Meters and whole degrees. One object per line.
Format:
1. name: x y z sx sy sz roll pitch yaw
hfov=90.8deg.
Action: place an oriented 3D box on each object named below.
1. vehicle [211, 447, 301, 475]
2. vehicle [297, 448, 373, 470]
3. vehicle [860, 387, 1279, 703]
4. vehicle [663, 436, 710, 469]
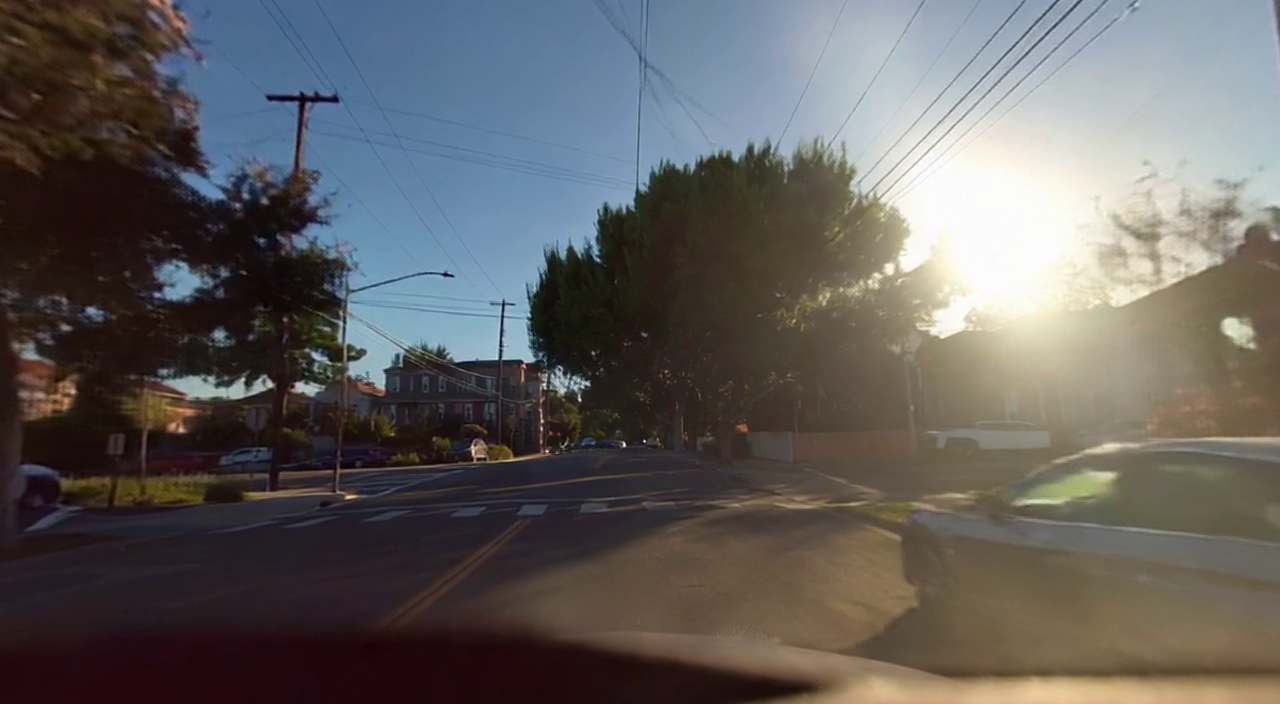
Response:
1. vehicle: -25.042 7.103 41.335 1.814 1.462 4.703 -8 -10 30
2. vehicle: -22.013 7.707 45.775 1.797 1.446 4.694 -4 -10 30
3. vehicle: 3.080 1.049 3.245 2.053 1.501 4.765 0 -9 -2
4. vehicle: 2.391 5.300 33.532 1.999 1.604 4.065 0 -9 -2
